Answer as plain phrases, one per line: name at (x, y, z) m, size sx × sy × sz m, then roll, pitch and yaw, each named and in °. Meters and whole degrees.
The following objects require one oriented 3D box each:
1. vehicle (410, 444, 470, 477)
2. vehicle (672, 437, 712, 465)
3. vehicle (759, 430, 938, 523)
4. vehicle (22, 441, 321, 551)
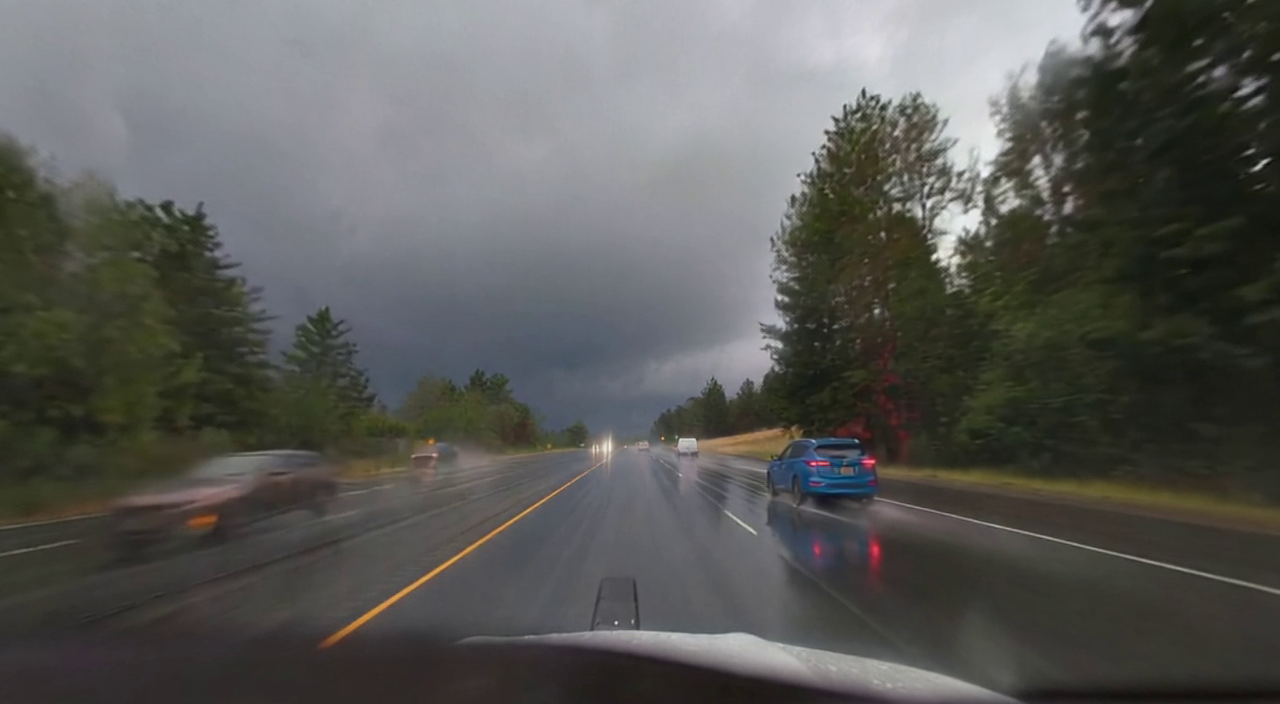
vehicle at (-10.939, 5.931, 34.739) m, size 1.971 × 1.678 × 4.295 m, roll 0°, pitch -8°, yaw -1°
vehicle at (3.226, 6.264, 39.980) m, size 2.043 × 1.673 × 4.016 m, roll 0°, pitch -8°, yaw -2°
vehicle at (3.830, 2.342, 12.497) m, size 1.999 × 1.501 × 4.221 m, roll 0°, pitch -8°, yaw -2°
vehicle at (-7.738, 2.345, 11.116) m, size 1.925 × 1.512 × 4.387 m, roll 0°, pitch -8°, yaw 0°
